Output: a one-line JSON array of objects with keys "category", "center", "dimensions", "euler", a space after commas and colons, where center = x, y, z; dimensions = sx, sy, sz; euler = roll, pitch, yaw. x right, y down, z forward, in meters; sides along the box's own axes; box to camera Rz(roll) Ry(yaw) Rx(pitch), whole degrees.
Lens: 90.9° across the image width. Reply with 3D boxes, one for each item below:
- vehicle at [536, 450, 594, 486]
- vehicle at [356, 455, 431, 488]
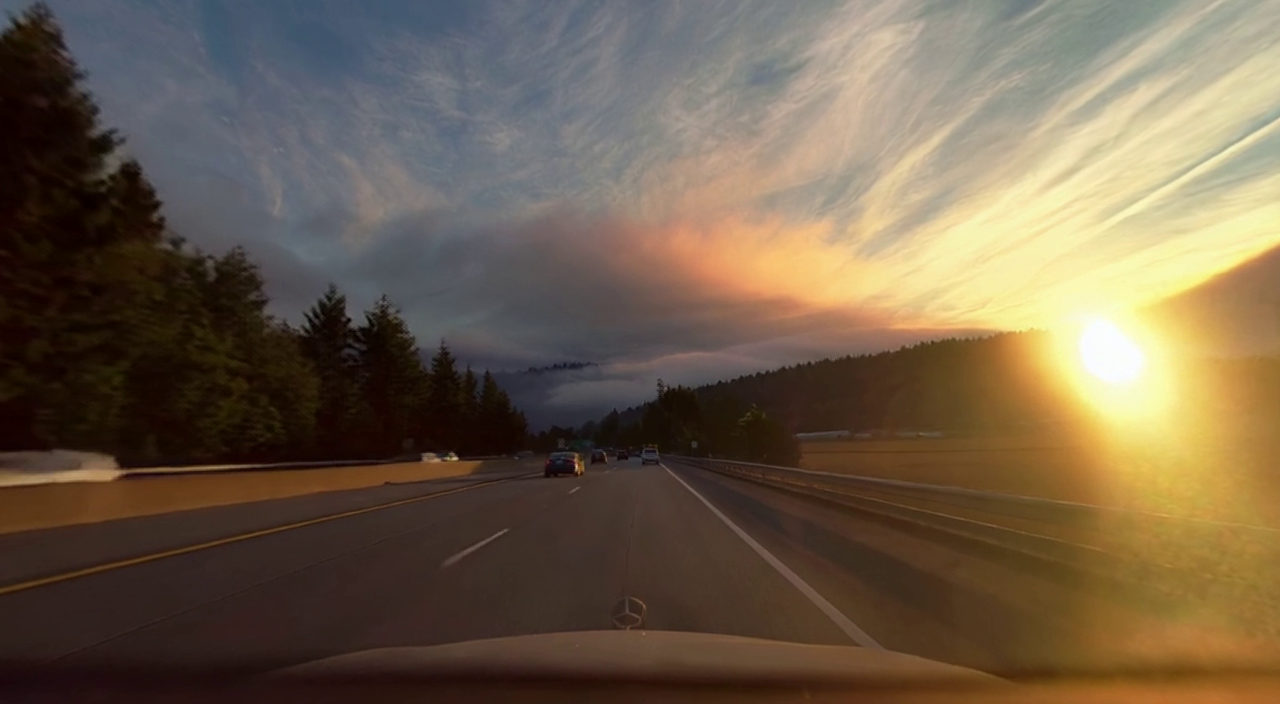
[{"category": "vehicle", "center": [-3.238, 5.118, 28.064], "dimensions": [1.970, 1.483, 4.097], "euler": [-1, -9, 1]}, {"category": "vehicle", "center": [-12.143, 5.881, 31.385], "dimensions": [1.931, 1.490, 4.511], "euler": [0, -9, 0]}]
